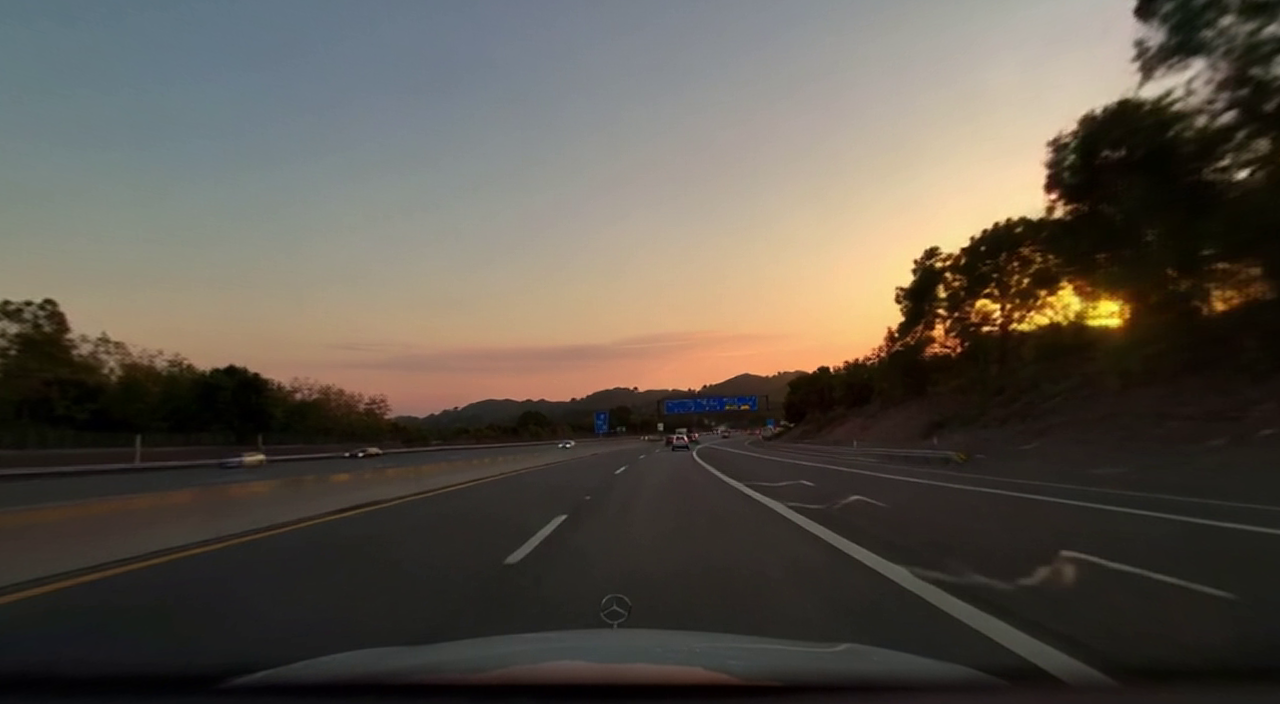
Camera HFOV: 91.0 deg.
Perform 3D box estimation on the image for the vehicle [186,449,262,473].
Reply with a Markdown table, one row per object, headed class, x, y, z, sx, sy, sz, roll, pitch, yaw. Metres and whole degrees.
| class | x | y | z | sx | sy | sz | roll | pitch | yaw |
| --- | --- | --- | --- | --- | --- | --- | --- | --- | --- |
| vehicle | -28.100 | 7.349 | 42.688 | 1.883 | 1.421 | 4.460 | -1 | -8 | 5 |
